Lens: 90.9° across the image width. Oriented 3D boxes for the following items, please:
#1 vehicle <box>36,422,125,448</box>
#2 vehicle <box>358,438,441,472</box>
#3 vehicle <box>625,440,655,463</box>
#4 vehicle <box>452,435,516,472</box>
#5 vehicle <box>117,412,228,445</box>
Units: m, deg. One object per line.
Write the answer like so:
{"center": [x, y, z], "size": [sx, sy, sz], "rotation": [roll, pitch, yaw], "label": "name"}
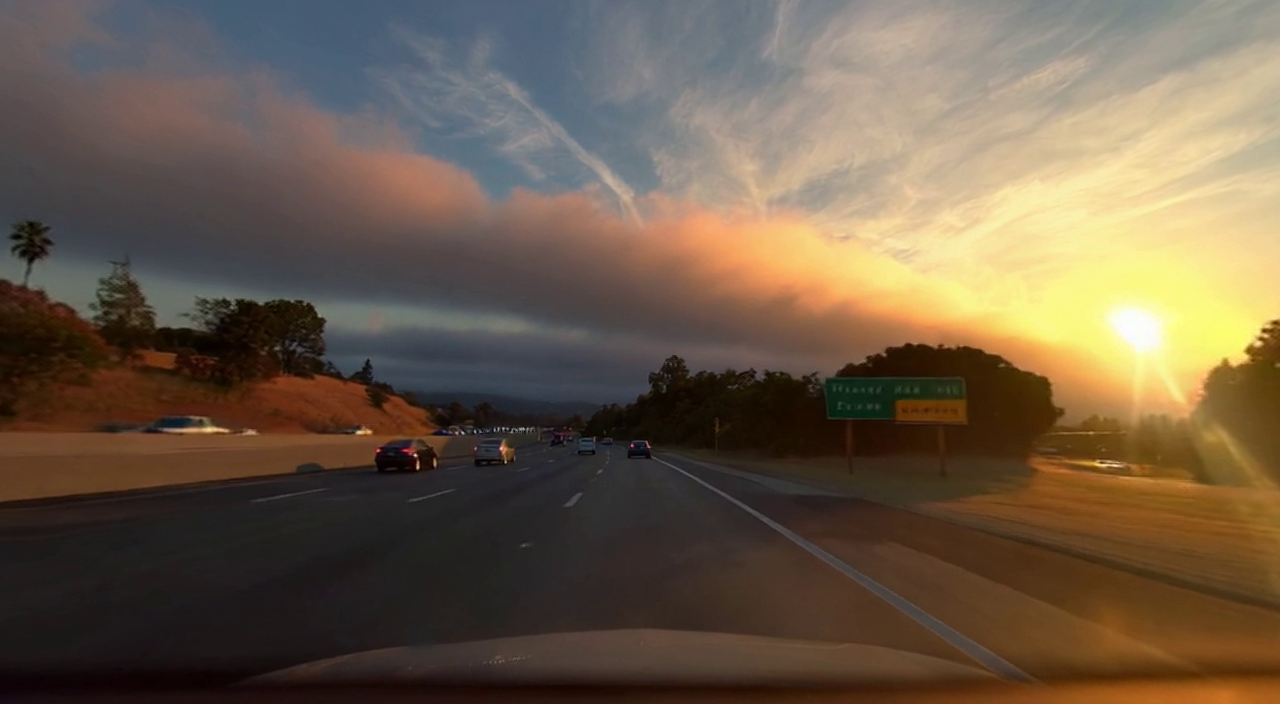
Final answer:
{"center": [-33.295, 5.004, 37.669], "size": [1.693, 1.451, 3.903], "rotation": [0, -8, 1], "label": "vehicle"}
{"center": [-11.172, 4.805, 29.689], "size": [1.935, 1.474, 5.033], "rotation": [0, -8, 0], "label": "vehicle"}
{"center": [-0.013, 6.537, 41.541], "size": [1.881, 1.460, 3.694], "rotation": [0, -8, -1], "label": "vehicle"}
{"center": [-7.513, 4.930, 30.829], "size": [2.086, 1.628, 4.039], "rotation": [0, -8, 0], "label": "vehicle"}
{"center": [-26.095, 4.369, 35.504], "size": [2.062, 1.706, 5.477], "rotation": [0, -8, 0], "label": "vehicle"}
